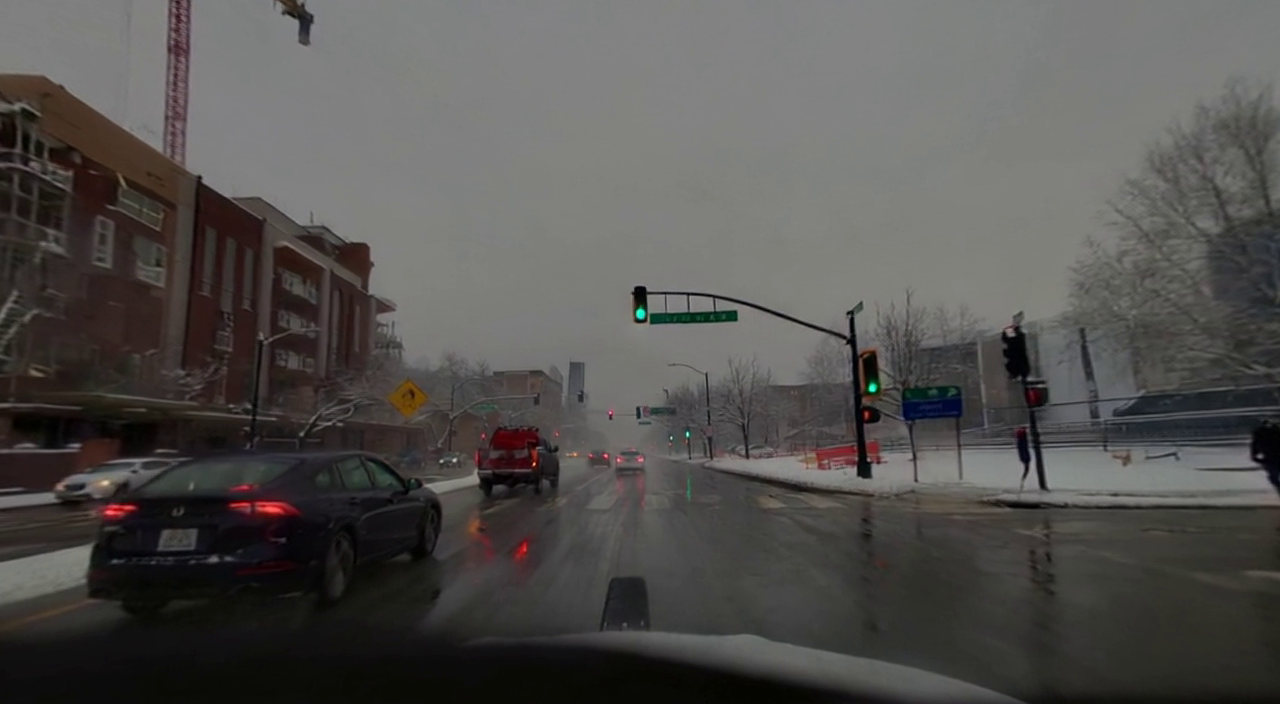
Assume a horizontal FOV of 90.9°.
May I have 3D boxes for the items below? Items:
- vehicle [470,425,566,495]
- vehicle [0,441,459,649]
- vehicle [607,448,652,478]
[{"bbox_3d":[-3.865,3.535,20.925,2.240,2.054,4.662,0,-9,0],"label":"vehicle"},{"bbox_3d":[-3.549,1.670,6.650,1.959,1.406,4.527,0,-9,-1],"label":"vehicle"},{"bbox_3d":[-0.558,5.609,32.224,2.171,1.422,4.146,0,-9,-1],"label":"vehicle"}]
